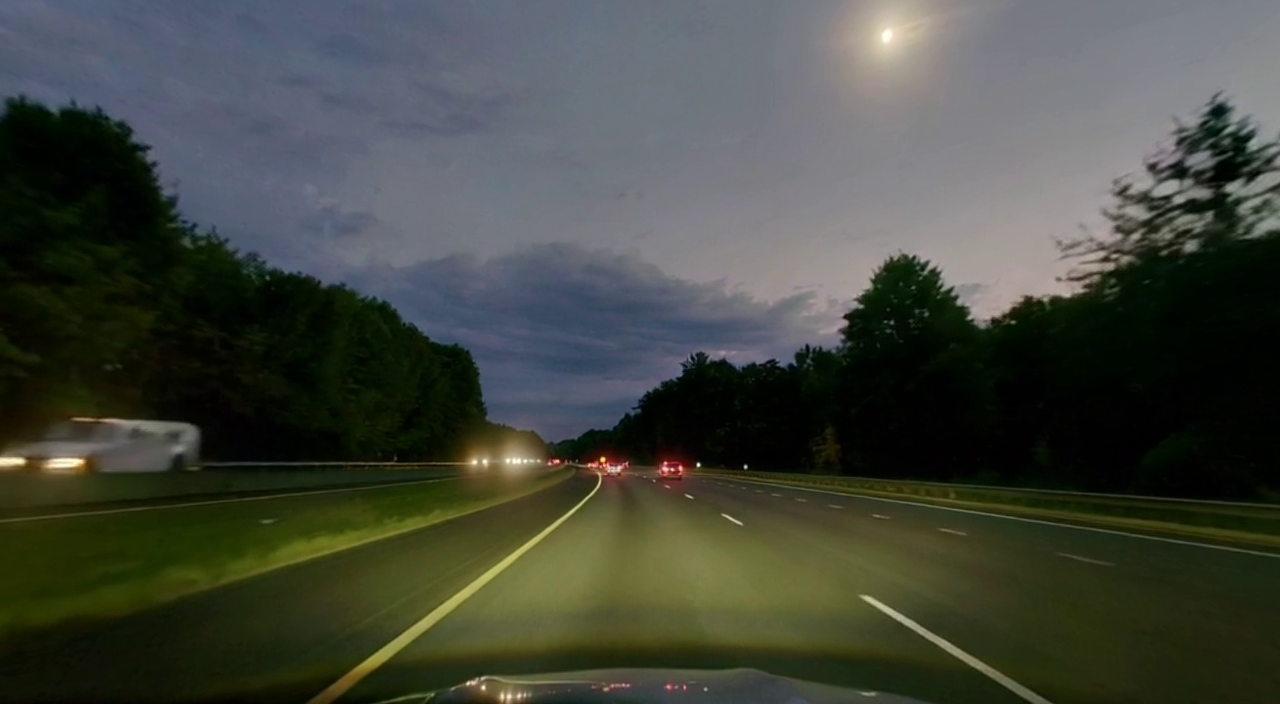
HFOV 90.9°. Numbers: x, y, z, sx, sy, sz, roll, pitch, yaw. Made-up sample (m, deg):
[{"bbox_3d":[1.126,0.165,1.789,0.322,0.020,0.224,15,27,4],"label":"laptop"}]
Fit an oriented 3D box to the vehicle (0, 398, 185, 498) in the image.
[{"bbox_3d":[-13.973,2.369,15.168,2.240,1.991,5.012,1,-10,-1],"label":"vehicle"}]
